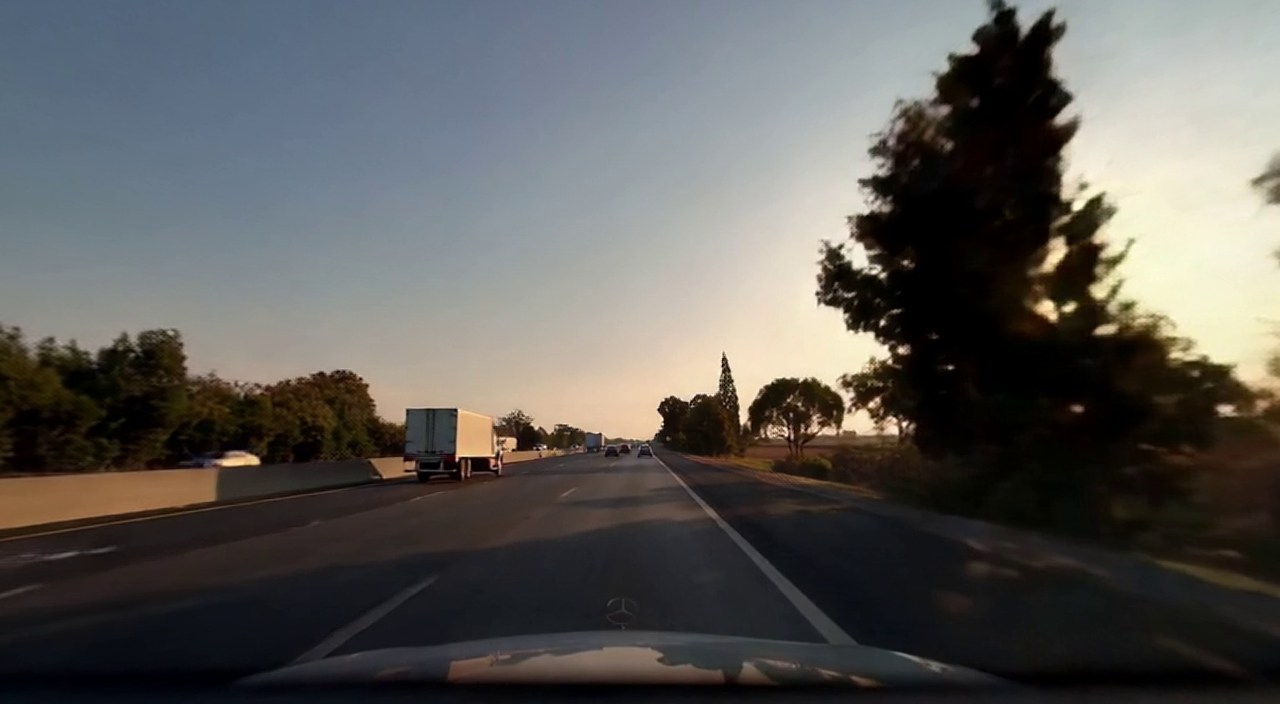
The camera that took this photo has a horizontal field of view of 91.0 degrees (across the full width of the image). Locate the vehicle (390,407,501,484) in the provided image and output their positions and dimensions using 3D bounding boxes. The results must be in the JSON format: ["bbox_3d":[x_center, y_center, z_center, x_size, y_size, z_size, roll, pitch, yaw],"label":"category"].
[{"bbox_3d":[-7.469,3.718,25.027,2.444,2.685,5.893,0,-9,1],"label":"vehicle"}]

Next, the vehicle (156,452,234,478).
[{"bbox_3d":[-29.366,7.450,41.732,1.945,1.521,4.401,0,-9,1],"label":"vehicle"}]
